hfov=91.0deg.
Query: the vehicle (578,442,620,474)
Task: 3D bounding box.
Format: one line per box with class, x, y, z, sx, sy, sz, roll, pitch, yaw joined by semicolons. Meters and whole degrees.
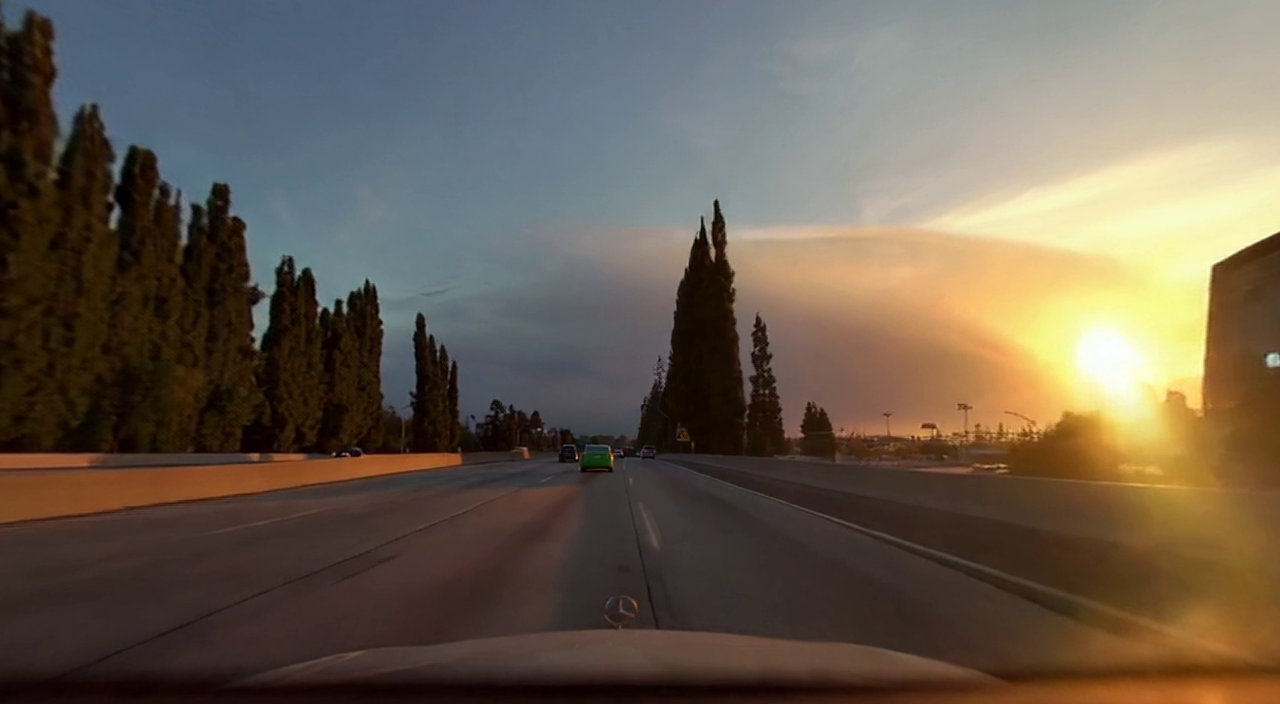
vehicle;-2.391;6.372;38.118;2.302;1.810;4.707;0;-9;-1
